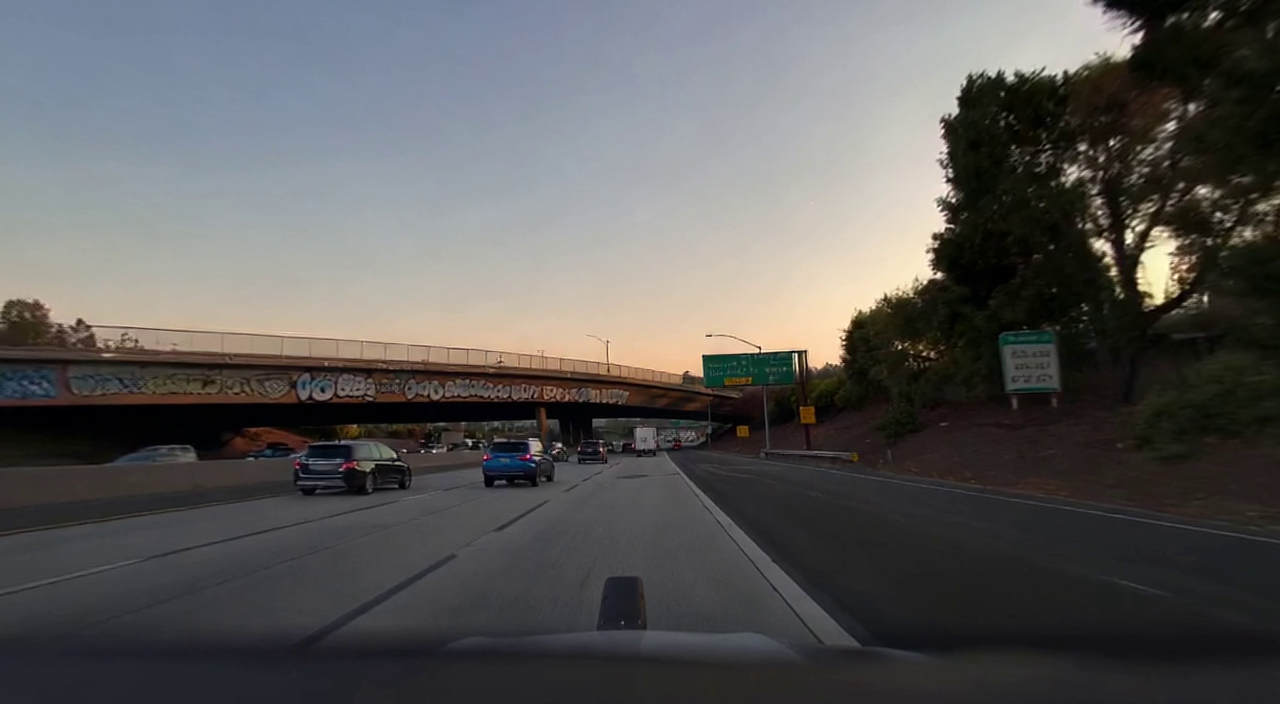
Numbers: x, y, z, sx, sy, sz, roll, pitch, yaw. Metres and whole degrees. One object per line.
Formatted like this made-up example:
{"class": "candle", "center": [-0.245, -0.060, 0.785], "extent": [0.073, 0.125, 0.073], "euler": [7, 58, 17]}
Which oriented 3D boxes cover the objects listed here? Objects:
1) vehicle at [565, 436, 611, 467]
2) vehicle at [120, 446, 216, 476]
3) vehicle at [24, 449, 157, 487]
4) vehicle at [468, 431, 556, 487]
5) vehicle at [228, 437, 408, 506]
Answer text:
{"class": "vehicle", "center": [-2.940, 5.737, 36.339], "extent": [2.154, 1.693, 4.394], "euler": [0, -8, 1]}
{"class": "vehicle", "center": [-28.997, 6.689, 38.771], "extent": [2.204, 1.670, 4.760], "euler": [0, -8, 0]}
{"class": "vehicle", "center": [-23.578, 4.954, 27.199], "extent": [1.794, 1.458, 4.269], "euler": [0, -8, 2]}
{"class": "vehicle", "center": [-4.086, 3.484, 20.676], "extent": [1.969, 1.633, 3.962], "euler": [0, -8, 1]}
{"class": "vehicle", "center": [-7.705, 2.875, 15.685], "extent": [1.917, 1.449, 4.727], "euler": [0, -8, 1]}
